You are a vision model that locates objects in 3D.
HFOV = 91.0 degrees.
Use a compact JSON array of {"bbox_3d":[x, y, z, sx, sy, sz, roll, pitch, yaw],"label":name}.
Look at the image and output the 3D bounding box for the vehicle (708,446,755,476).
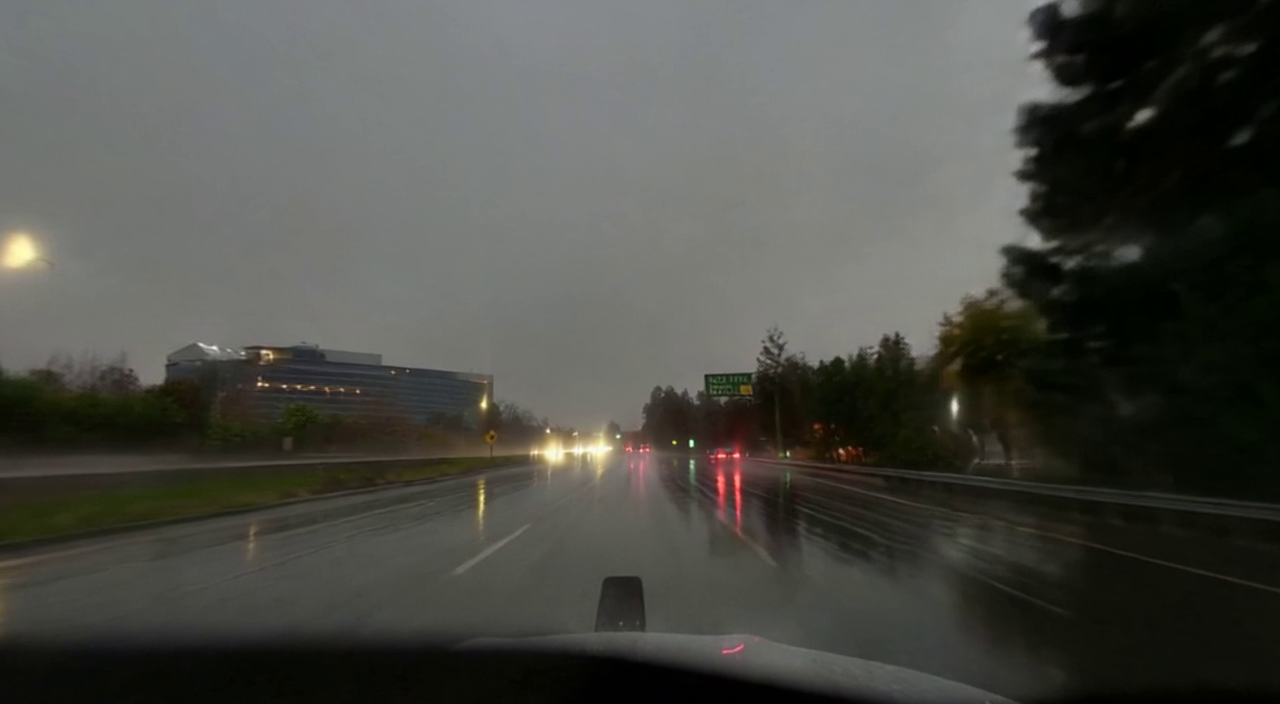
[{"bbox_3d":[5.233,6.314,36.588,2.085,1.594,4.848,0,-9,1],"label":"vehicle"}]
